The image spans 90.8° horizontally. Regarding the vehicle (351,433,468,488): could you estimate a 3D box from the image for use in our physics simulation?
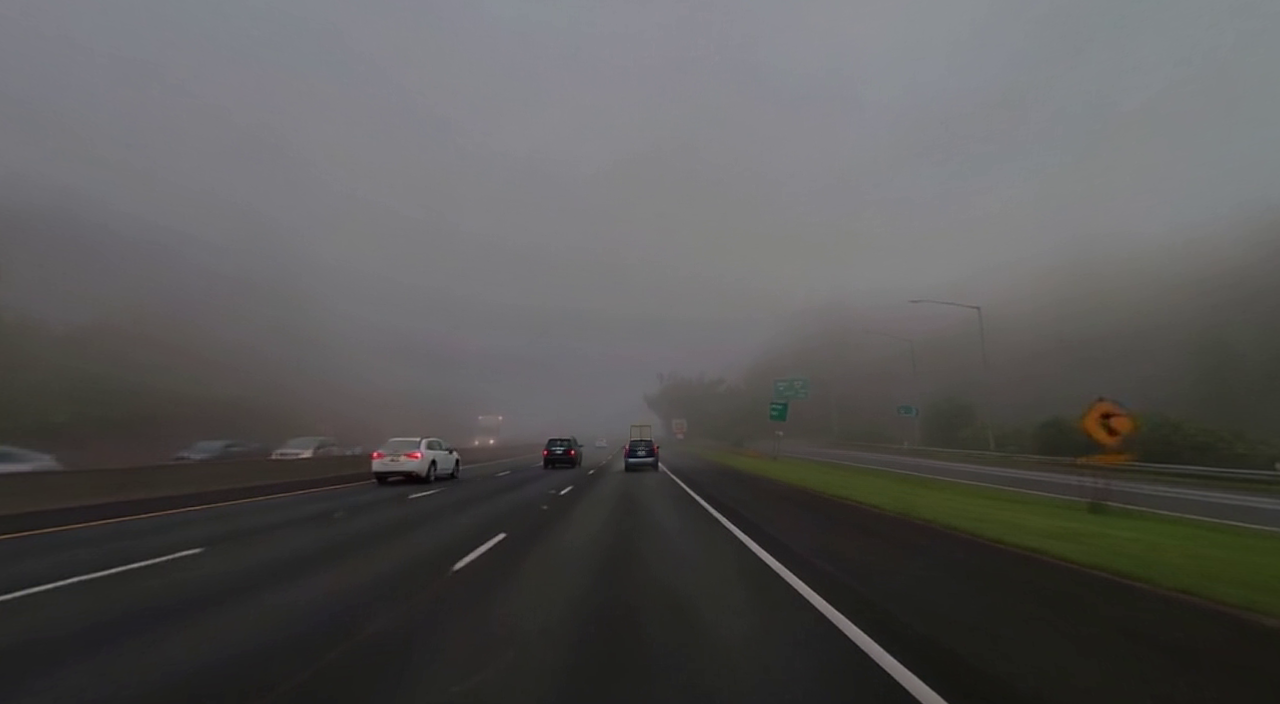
[{"bbox_3d":[-7.589,3.620,21.397,2.195,1.652,4.733,0,-8,0],"label":"vehicle"}]

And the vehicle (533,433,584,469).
[{"bbox_3d":[-4.168,5.146,33.044,2.044,1.717,4.421,0,-8,0],"label":"vehicle"}]

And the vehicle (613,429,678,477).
[{"bbox_3d":[0.185,4.005,25.244,2.378,1.750,4.355,0,-8,-1],"label":"vehicle"}]

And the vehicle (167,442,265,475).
[{"bbox_3d":[-21.720,5.461,32.637,1.958,1.592,4.509,0,-8,-1],"label":"vehicle"}]

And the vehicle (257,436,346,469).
[{"bbox_3d":[-17.325,5.178,32.664,2.019,1.594,4.622,0,-8,1],"label":"vehicle"}]
